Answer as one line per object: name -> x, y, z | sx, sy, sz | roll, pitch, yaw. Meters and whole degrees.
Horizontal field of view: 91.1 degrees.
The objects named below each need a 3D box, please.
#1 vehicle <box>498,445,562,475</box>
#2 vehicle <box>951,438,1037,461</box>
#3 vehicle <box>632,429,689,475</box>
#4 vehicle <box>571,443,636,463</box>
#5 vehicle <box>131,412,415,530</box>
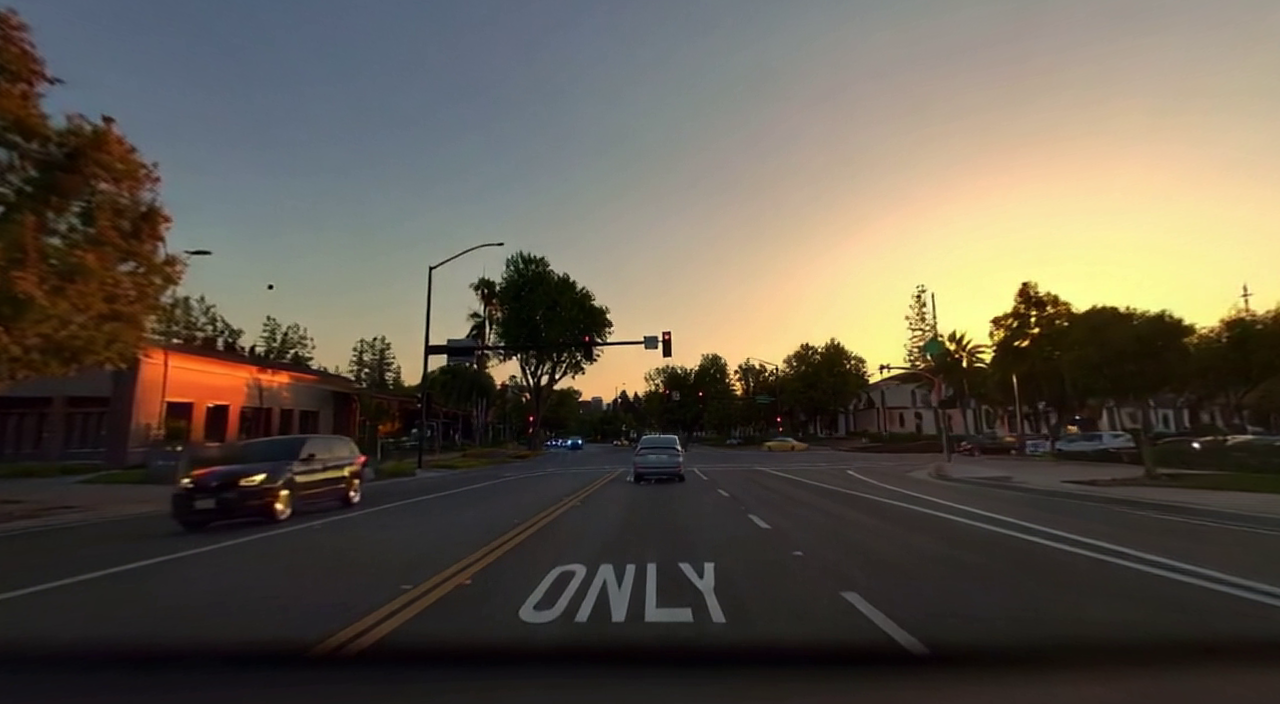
vehicle -> -5.979, 5.710, 33.657 | 1.984, 1.469, 4.668 | 5, -10, -28
vehicle -> 26.551, 7.360, 47.252 | 5.217, 1.672, 1.992 | 0, -9, 2
vehicle -> 1.040, 4.959, 31.341 | 2.590, 2.080, 5.284 | 0, -9, 2
vehicle -> -2.738, 7.758, 48.113 | 4.794, 1.490, 1.911 | 0, -9, 3
vehicle -> -7.202, 2.421, 13.461 | 2.366, 1.941, 5.823 | 0, -9, 2
